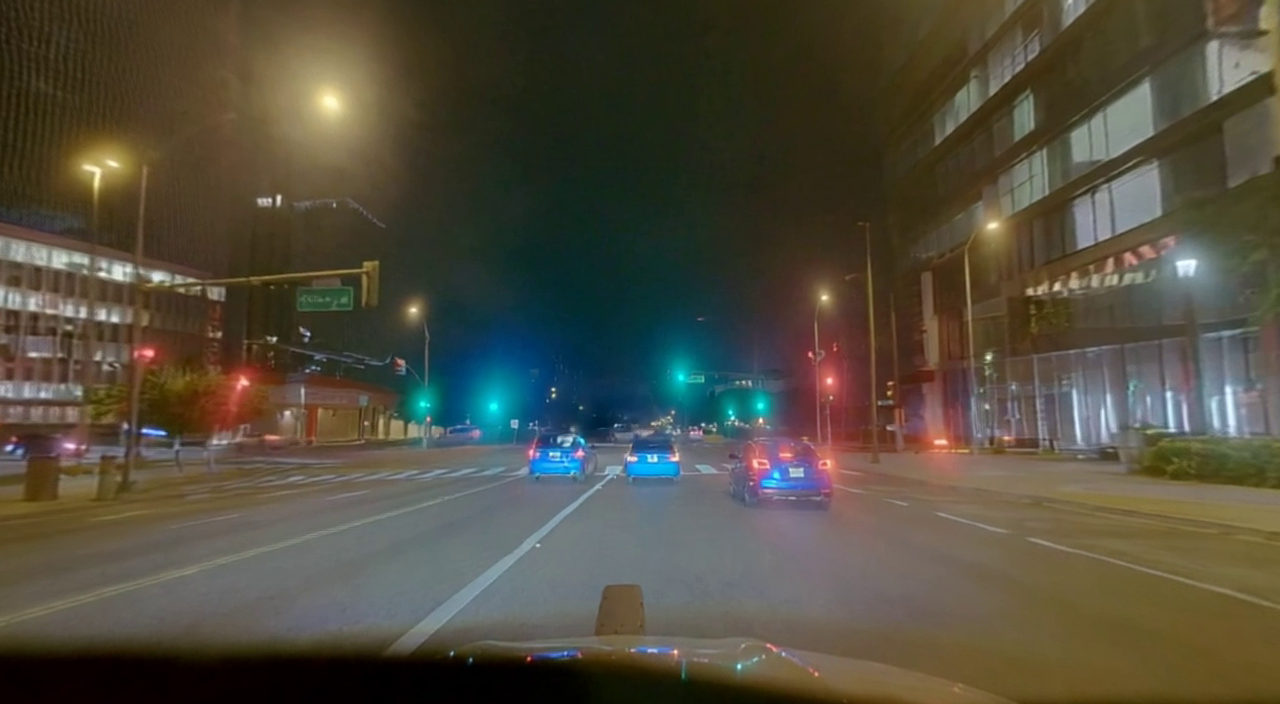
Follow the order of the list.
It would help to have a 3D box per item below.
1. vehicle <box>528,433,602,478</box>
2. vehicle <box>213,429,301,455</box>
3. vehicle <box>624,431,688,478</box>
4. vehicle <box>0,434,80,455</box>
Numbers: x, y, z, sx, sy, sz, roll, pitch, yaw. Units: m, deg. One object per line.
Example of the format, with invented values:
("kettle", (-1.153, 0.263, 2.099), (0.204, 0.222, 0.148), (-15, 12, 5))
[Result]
("vehicle", (-2.609, 3.738, 23.105), (1.995, 1.479, 4.627), (0, -8, 2))
("vehicle", (-27.562, 6.508, 45.661), (4.964, 1.789, 1.941), (2, -9, -11))
("vehicle", (0.539, 3.532, 21.963), (2.016, 1.478, 3.795), (0, -8, 1))
("vehicle", (-46.526, 7.153, 48.846), (4.314, 1.571, 1.846), (1, -9, -9))
